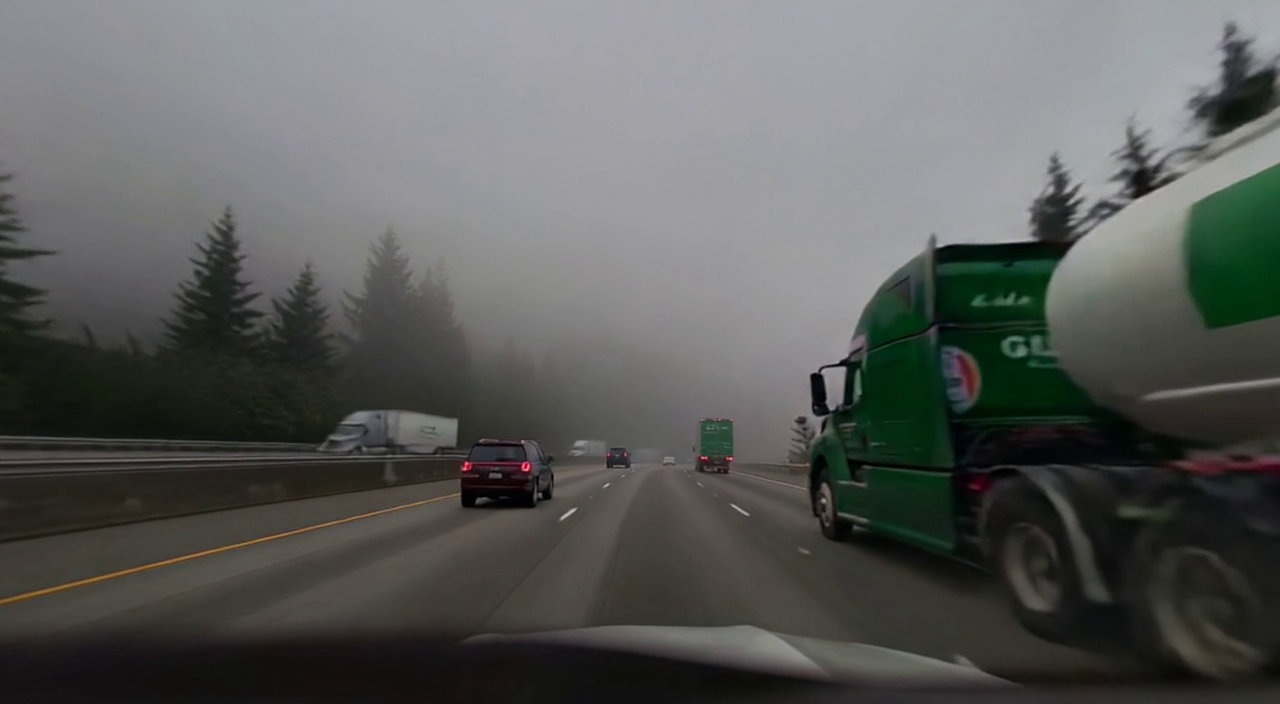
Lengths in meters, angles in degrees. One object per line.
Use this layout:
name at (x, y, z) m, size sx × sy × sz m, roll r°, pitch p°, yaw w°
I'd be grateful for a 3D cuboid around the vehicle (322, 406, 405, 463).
vehicle at (-20.425, 6.196, 46.958) m, size 2.943 × 3.973 × 5.837 m, roll -1°, pitch -9°, yaw 5°

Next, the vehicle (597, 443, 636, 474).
vehicle at (-1.598, 7.586, 45.124) m, size 2.201 × 2.038 × 5.065 m, roll -1°, pitch -9°, yaw 4°

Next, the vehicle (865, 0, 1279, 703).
vehicle at (4.137, -0.052, 2.074) m, size 2.732 × 3.585 × 11.338 m, roll 0°, pitch -9°, yaw 1°

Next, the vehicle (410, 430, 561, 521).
vehicle at (-3.241, 2.717, 14.318) m, size 2.205 × 1.728 × 4.397 m, roll 0°, pitch -9°, yaw 1°
